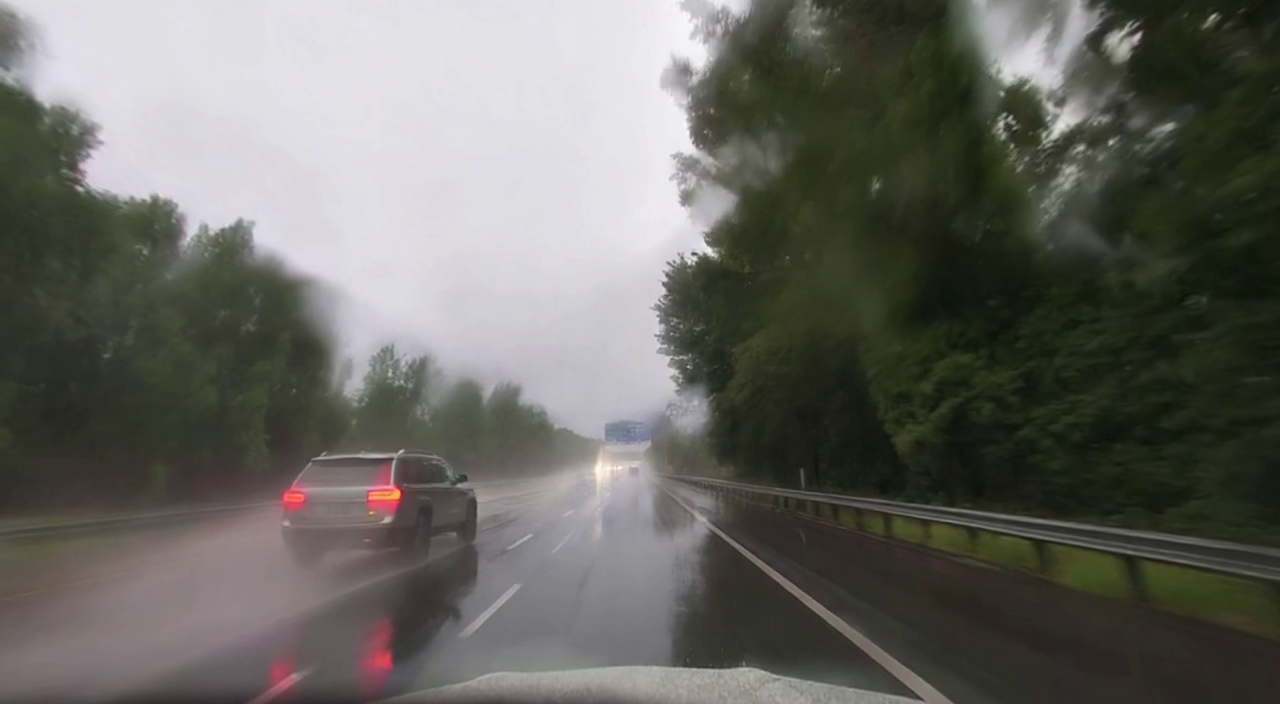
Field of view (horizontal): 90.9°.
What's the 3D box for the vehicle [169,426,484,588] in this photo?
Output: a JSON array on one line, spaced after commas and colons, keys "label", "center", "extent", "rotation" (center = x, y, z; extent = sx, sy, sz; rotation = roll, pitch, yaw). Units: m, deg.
[{"label": "vehicle", "center": [-3.905, 2.076, 9.039], "extent": [2.107, 1.668, 4.554], "rotation": [1, -11, 0]}]
